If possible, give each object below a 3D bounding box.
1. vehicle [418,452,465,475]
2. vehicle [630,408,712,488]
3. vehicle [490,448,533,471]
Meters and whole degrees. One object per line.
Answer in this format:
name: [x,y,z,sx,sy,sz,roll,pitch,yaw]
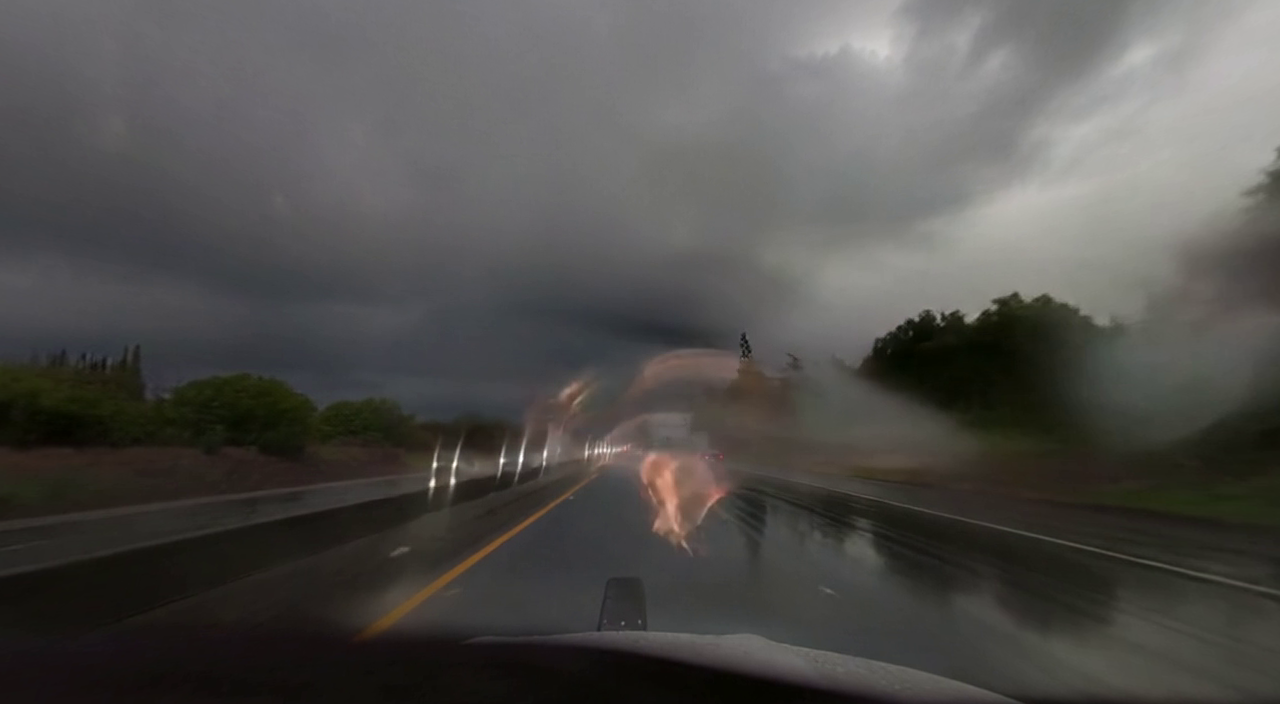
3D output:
vehicle: [-13.349,7.500,42.611,1.900,1.459,3.853,0,-9,1]
vehicle: [0.925,3.407,22.439,2.423,2.517,5.055,0,-9,-3]
vehicle: [-9.039,7.609,44.750,2.090,1.496,4.568,0,-9,1]
